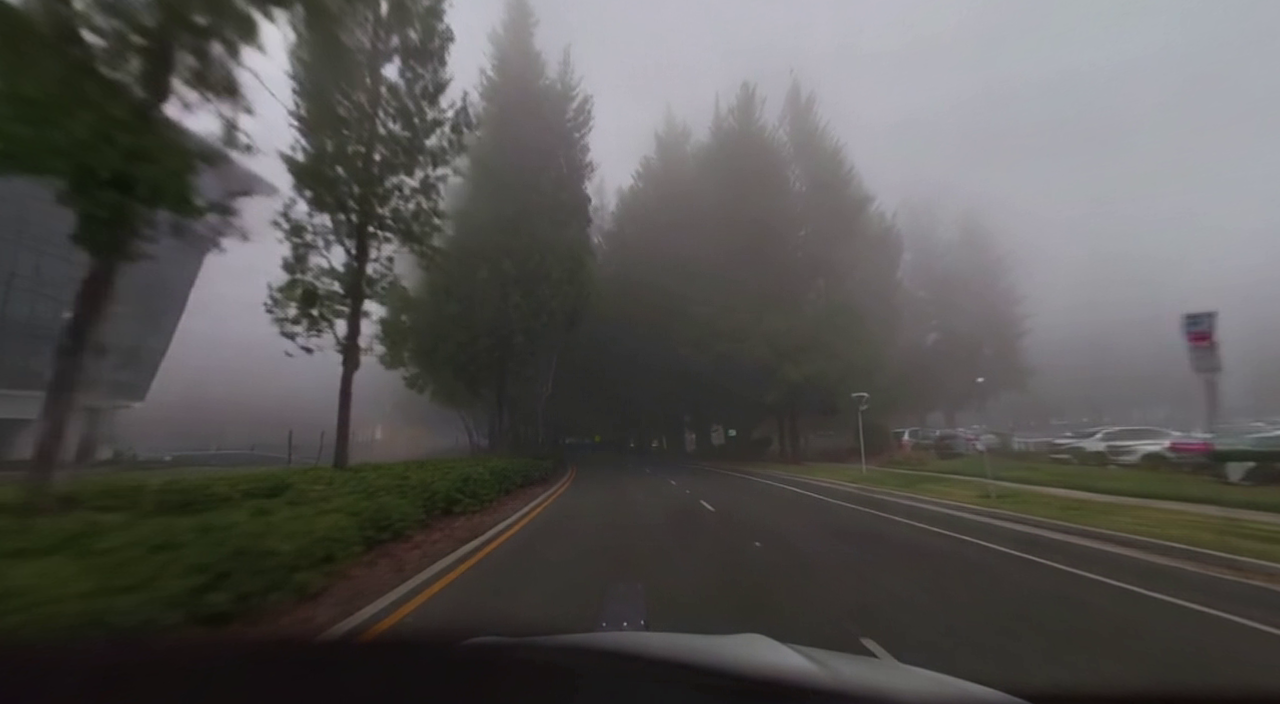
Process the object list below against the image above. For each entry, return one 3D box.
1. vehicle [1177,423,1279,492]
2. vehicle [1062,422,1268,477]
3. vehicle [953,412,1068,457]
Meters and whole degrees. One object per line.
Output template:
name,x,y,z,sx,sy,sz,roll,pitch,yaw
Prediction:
vehicle,15.658,2.449,14.834,4.251,1.479,2.038,0,-9,-4
vehicle,15.643,2.915,18.968,4.526,1.517,1.979,0,-9,-4
vehicle,15.150,3.405,25.881,3.595,1.749,1.726,1,-9,-5
